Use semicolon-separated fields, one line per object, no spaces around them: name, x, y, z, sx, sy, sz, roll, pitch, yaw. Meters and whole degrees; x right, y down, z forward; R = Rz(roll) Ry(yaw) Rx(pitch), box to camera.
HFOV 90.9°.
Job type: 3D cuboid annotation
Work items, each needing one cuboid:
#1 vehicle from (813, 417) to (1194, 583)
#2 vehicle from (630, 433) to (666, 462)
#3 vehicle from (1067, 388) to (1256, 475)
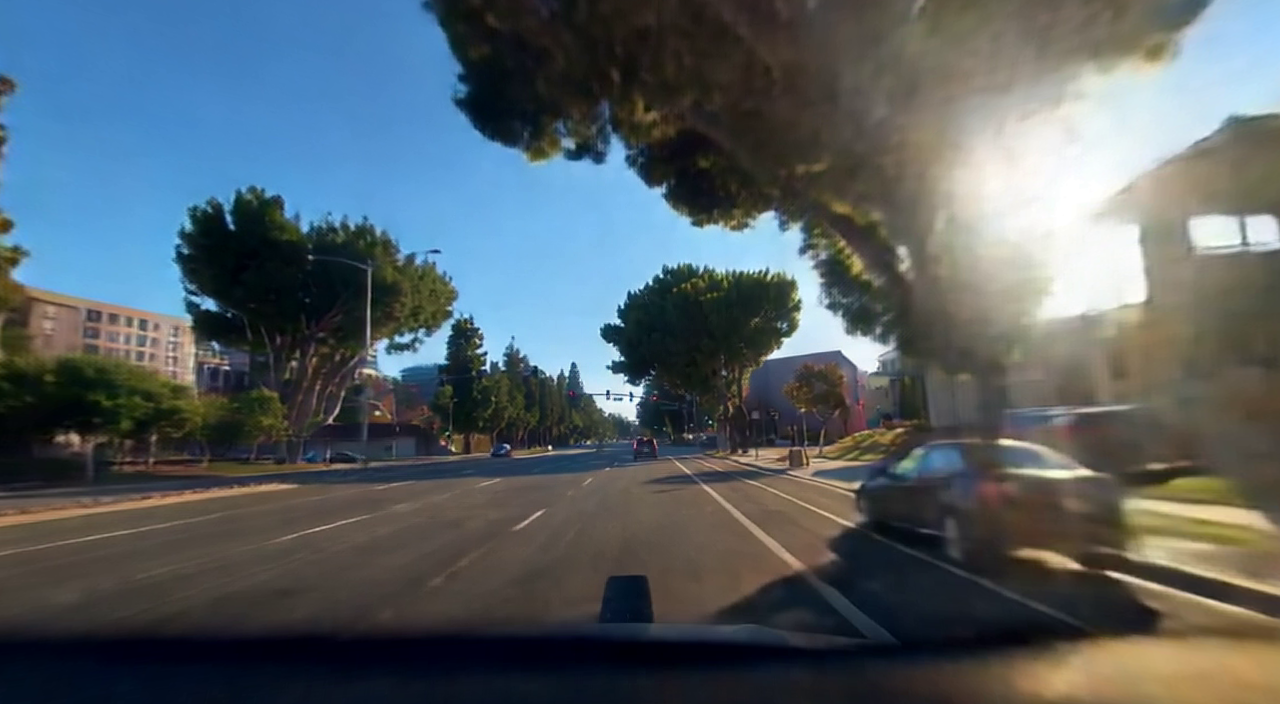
vehicle;3.999;1.701;8.126;2.269;1.520;4.410;0;-8;0
vehicle;0.494;6.050;40.113;2.169;1.751;4.276;0;-8;0
vehicle;14.945;2.337;18.389;2.197;2.274;3.589;1;-8;-4
